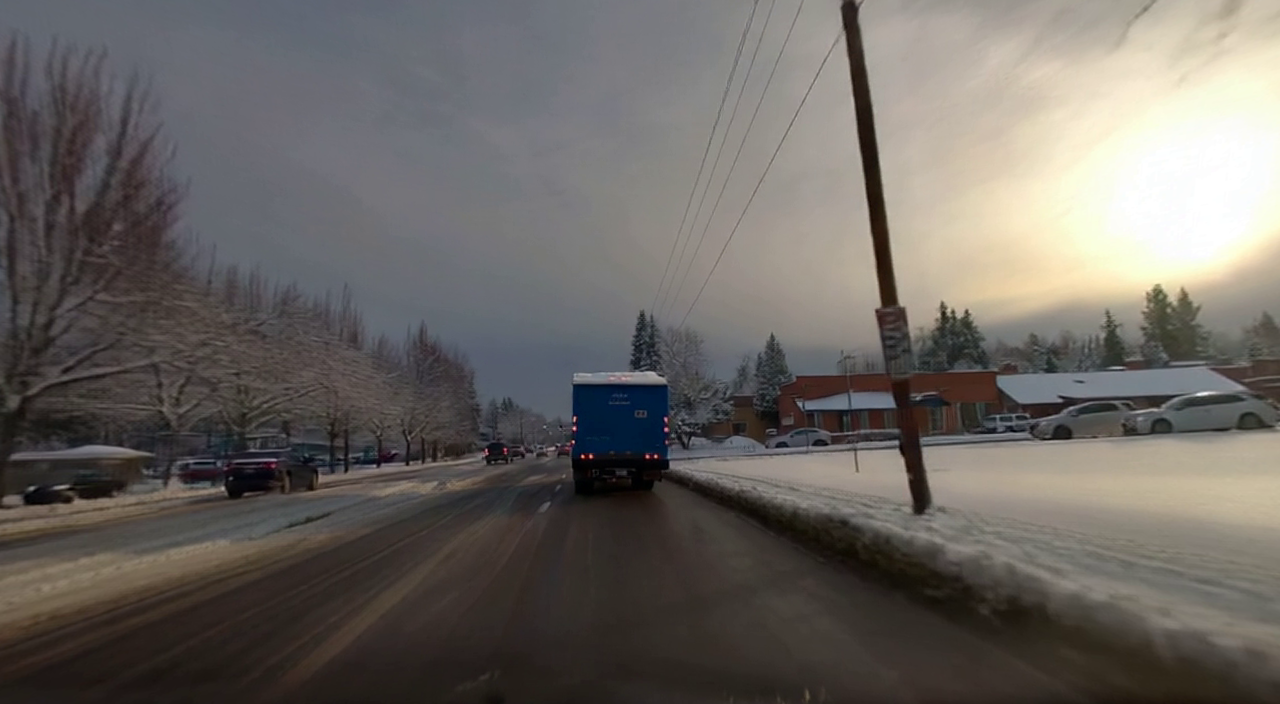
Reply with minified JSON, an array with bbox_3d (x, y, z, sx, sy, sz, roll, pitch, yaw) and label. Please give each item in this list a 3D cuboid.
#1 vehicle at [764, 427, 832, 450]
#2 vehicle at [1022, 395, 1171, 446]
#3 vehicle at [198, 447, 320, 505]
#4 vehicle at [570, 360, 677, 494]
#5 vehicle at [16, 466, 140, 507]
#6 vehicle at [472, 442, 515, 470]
[{"bbox_3d":[11.246,6.194,44.884,4.321,1.579,1.823,1,-9,-4],"label":"vehicle"},{"bbox_3d":[17.849,2.804,24.913,1.880,1.804,4.679,1,-8,-9],"label":"vehicle"},{"bbox_3d":[-12.359,3.979,20.760,1.958,1.672,4.283,1,-9,-10],"label":"vehicle"},{"bbox_3d":[-0.849,2.687,21.600,2.905,3.644,8.807,1,-9,-5],"label":"vehicle"},{"bbox_3d":[-27.820,6.634,31.340,2.033,1.742,4.692,1,-9,-5],"label":"vehicle"},{"bbox_3d":[-9.823,7.008,42.417,2.095,1.759,4.433,0,-9,-3],"label":"vehicle"}]
